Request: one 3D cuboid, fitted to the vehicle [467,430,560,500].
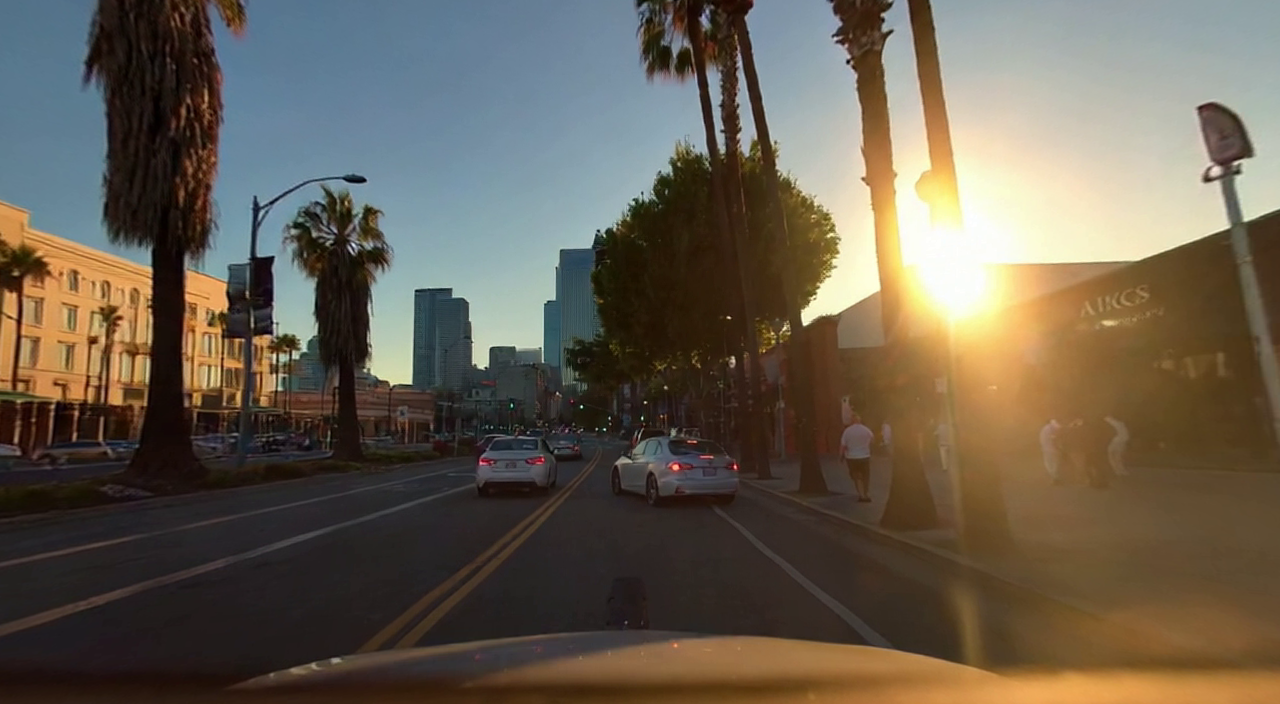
[{"bbox_3d":[-3.282,3.001,17.198,2.039,1.628,4.331,0,-9,-5],"label":"vehicle"}]

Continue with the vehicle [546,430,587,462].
[{"bbox_3d":[-4.756,6.146,41.274,2.277,1.937,4.487,0,-9,-2],"label":"vehicle"}]

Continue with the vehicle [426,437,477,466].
[{"bbox_3d":[-10.925,5.806,36.829,1.930,1.583,4.423,0,-9,-5],"label":"vehicle"}]

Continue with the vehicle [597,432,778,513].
[{"bbox_3d":[0.821,2.600,14.197,1.930,1.477,4.657,4,-10,-26],"label":"vehicle"}]
